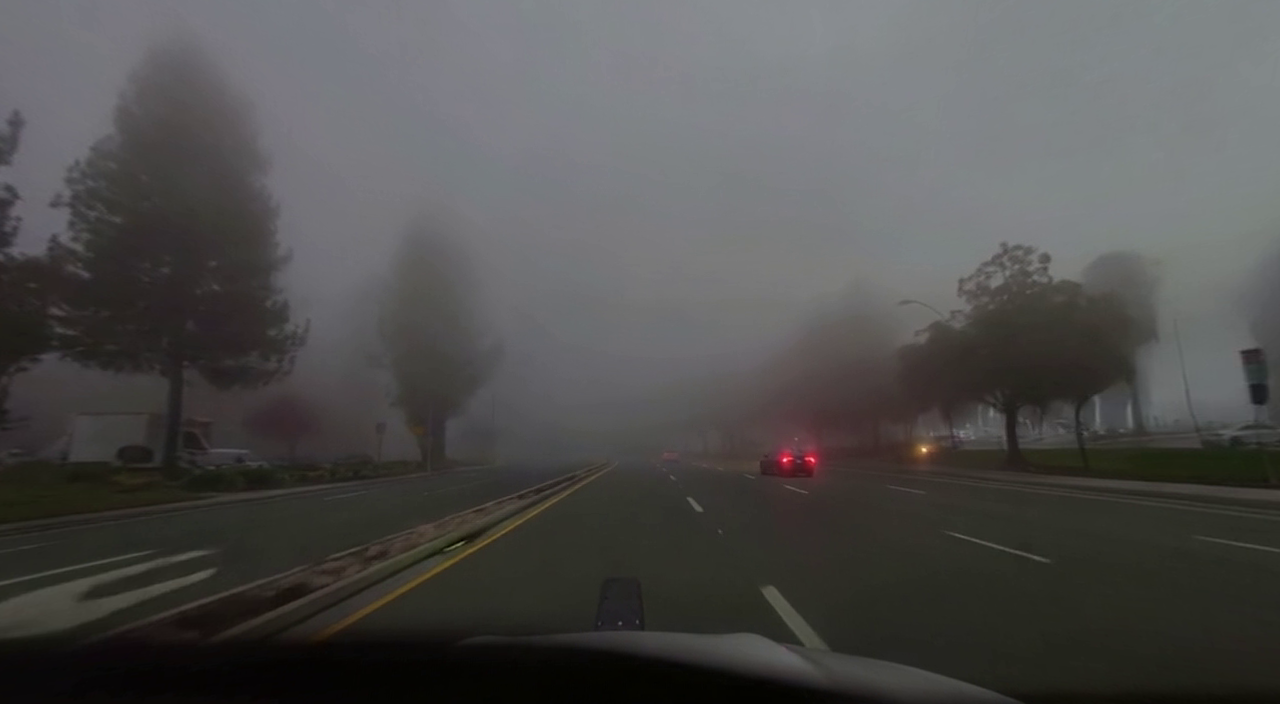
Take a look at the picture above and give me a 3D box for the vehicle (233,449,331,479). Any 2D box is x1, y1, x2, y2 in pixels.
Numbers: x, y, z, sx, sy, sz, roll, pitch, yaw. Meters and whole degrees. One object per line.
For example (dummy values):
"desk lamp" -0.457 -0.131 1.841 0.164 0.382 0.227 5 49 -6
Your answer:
"vehicle" -20.746 6.502 36.709 4.519 1.614 1.898 -1 -9 3

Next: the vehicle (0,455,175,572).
"vehicle" -9.465 2.337 9.311 1.865 1.503 4.375 -2 -9 1

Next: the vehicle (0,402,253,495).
"vehicle" -21.300 3.989 26.320 8.324 3.550 2.670 0 -9 -2

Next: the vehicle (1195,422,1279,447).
"vehicle" 38.479 5.236 39.759 1.814 1.469 4.858 6 -11 -35

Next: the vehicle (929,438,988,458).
"vehicle" 24.385 7.364 48.368 3.603 1.474 1.634 0 -9 -2

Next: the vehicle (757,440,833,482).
"vehicle" 6.648 4.718 27.618 2.181 1.639 4.127 0 -9 -1
